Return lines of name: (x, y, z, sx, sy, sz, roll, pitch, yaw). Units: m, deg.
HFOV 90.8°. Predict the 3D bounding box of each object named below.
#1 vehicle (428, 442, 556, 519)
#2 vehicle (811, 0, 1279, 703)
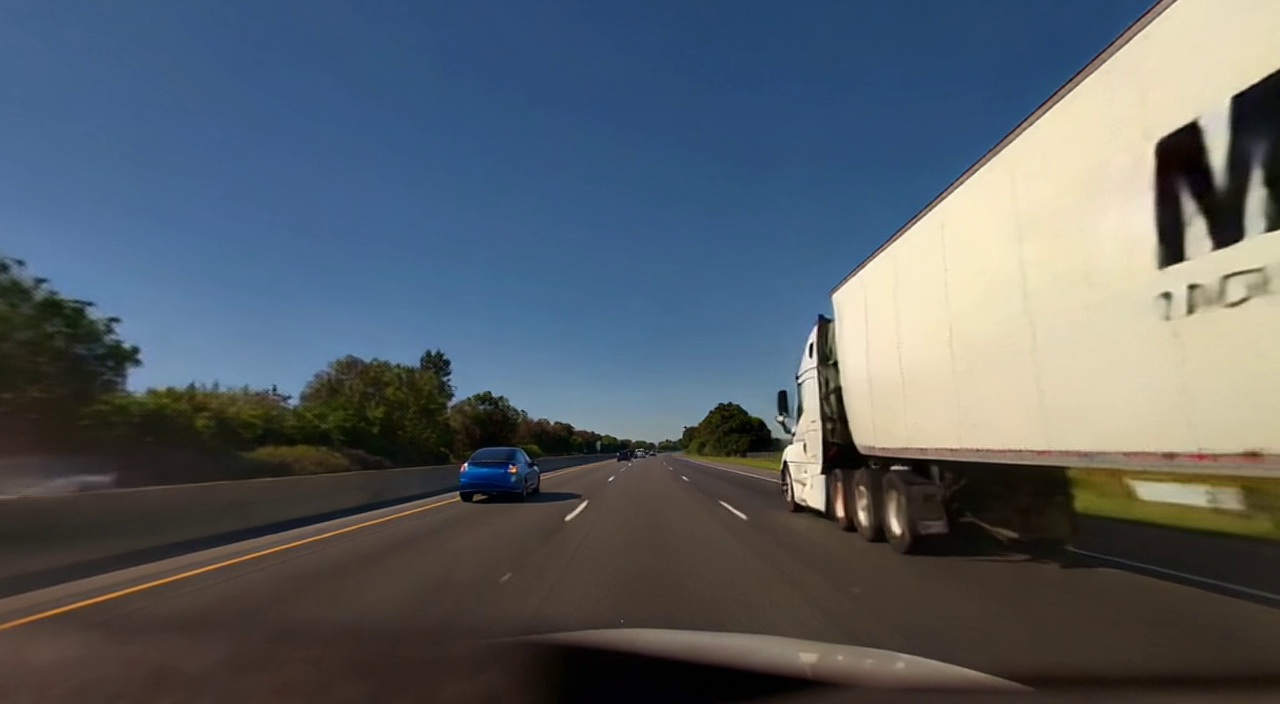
vehicle: (-3.286, 2.930, 14.958, 1.945, 1.537, 4.294, 0, -9, 1)
vehicle: (4.478, -0.035, 3.878, 2.832, 4.034, 13.924, 0, -9, -1)
